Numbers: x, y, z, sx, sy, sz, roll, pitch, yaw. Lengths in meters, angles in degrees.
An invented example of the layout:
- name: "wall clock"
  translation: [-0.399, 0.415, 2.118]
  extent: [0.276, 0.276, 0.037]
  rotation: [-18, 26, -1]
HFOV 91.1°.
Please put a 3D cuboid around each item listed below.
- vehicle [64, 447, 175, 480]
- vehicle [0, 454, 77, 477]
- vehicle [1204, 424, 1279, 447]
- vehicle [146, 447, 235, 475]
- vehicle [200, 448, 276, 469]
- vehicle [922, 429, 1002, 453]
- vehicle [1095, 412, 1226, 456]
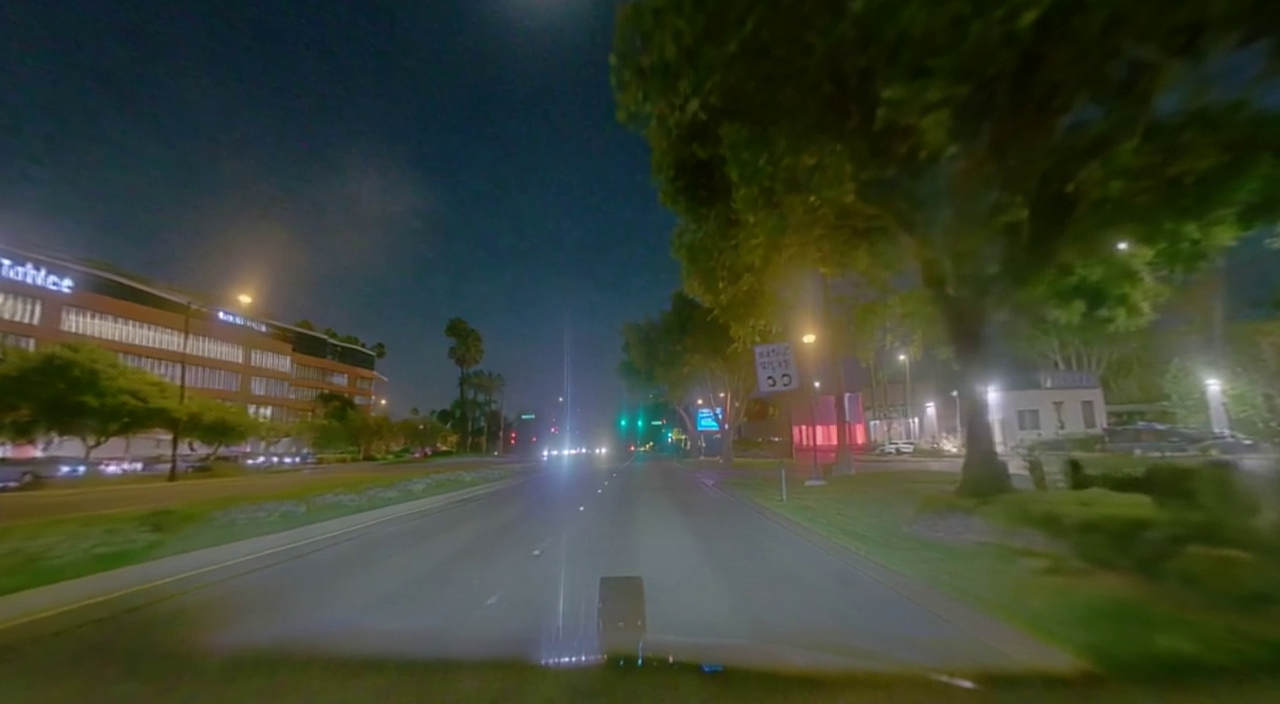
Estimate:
- name: "vehicle"
  translation: [-29.586, 6.356, 35.812]
  extent: [4.293, 1.529, 2.347]
  rotation: [-4, -9, 0]
- name: "vehicle"
  translation: [-42.855, 7.975, 44.263]
  extent: [4.490, 1.495, 1.922]
  rotation: [0, -8, 2]
- name: "vehicle"
  translation: [45.325, 6.210, 46.620]
  extent: [4.663, 1.553, 2.272]
  rotation: [-1, -9, -1]
- name: "vehicle"
  translation: [-29.456, 7.155, 41.229]
  extent: [4.463, 1.497, 1.889]
  rotation: [-4, -9, 0]
- name: "vehicle"
  translation: [-29.813, 7.910, 46.624]
  extent: [4.310, 1.533, 1.917]
  rotation: [0, -8, 2]
- name: "vehicle"
  translation: [25.226, 7.014, 49.356]
  extent: [5.117, 1.813, 2.052]
  rotation: [0, -8, 0]
- name: "vehicle"
  translation: [31.552, 4.997, 38.223]
  extent: [5.779, 2.547, 2.437]
  rotation: [0, -8, -2]
